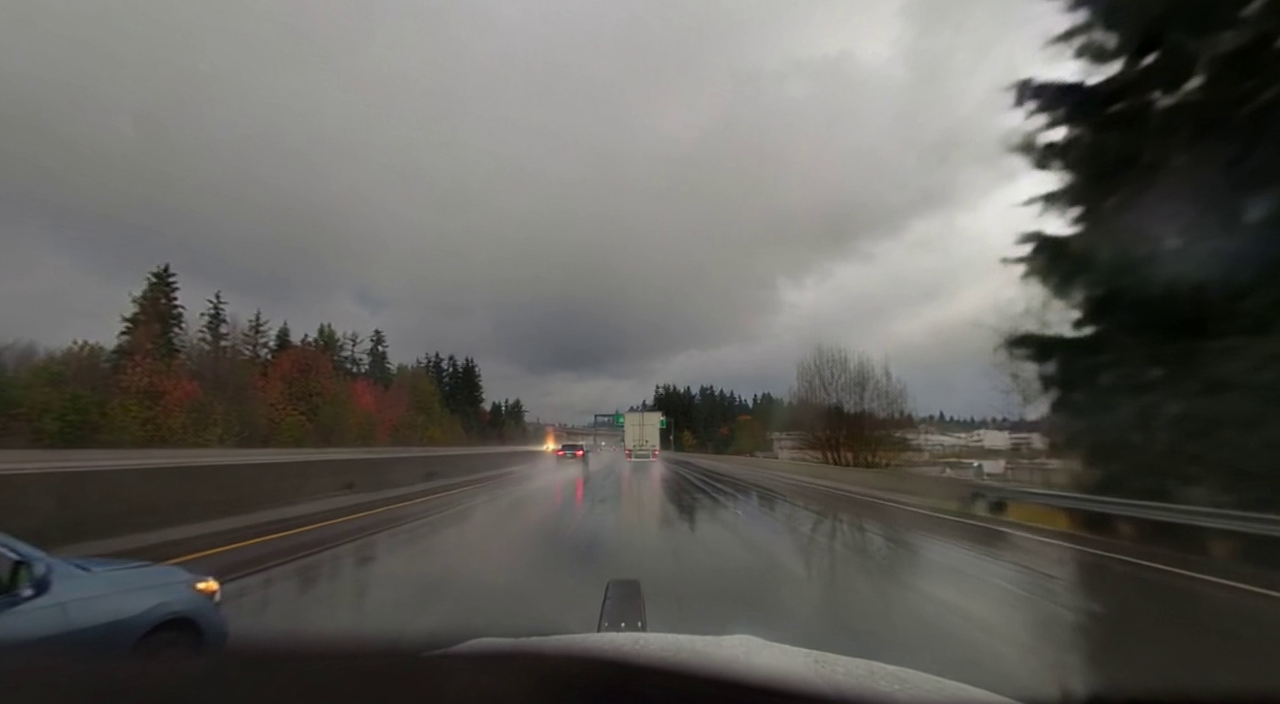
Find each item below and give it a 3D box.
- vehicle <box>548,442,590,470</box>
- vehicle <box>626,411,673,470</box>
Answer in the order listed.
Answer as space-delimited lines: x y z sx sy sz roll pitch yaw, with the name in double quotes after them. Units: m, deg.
-4.333 6.439 39.119 2.079 1.656 3.965 0 -9 0 "vehicle"
0.499 6.189 43.597 2.893 3.628 9.081 0 -9 -1 "vehicle"
